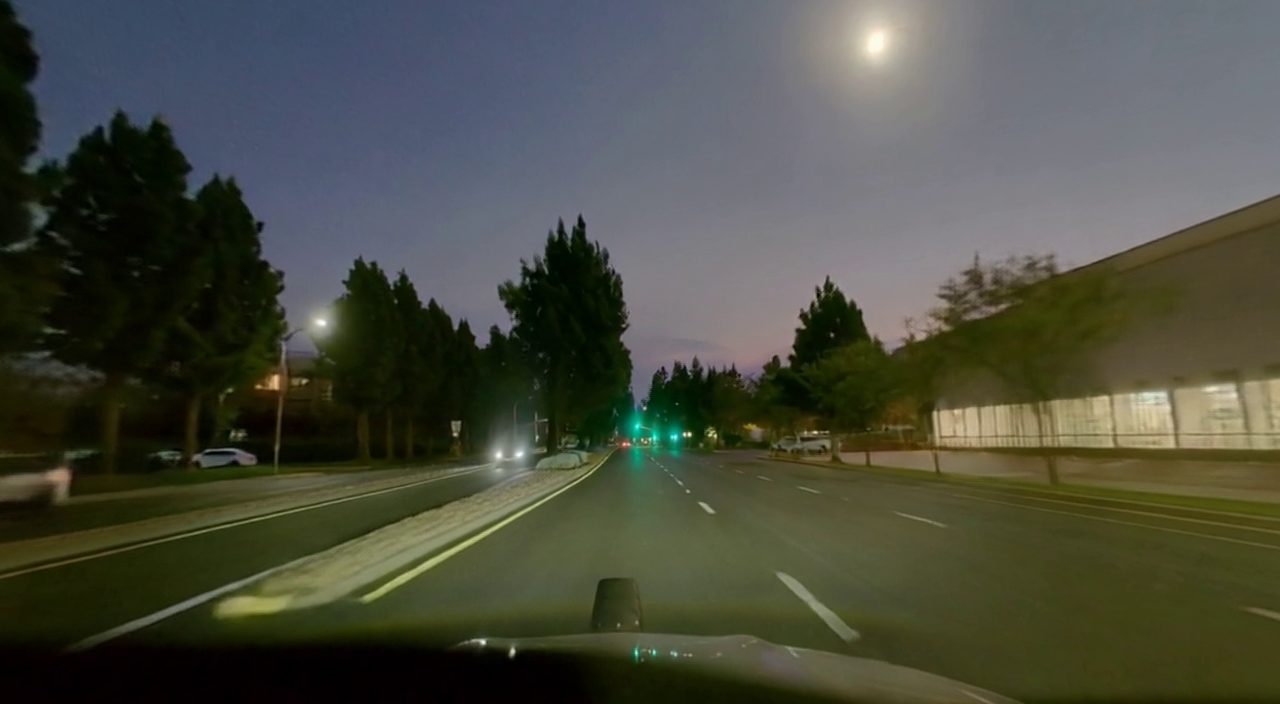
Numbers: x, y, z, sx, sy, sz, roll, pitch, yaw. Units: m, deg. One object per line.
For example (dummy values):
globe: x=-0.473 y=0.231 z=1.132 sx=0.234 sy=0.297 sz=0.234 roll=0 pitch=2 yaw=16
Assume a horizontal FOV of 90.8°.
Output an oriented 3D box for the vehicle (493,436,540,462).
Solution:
vehicle: x=-9.016 y=7.039 z=45.877 sx=1.958 sy=1.774 sz=4.497 roll=5 pitch=-10 yaw=-30
